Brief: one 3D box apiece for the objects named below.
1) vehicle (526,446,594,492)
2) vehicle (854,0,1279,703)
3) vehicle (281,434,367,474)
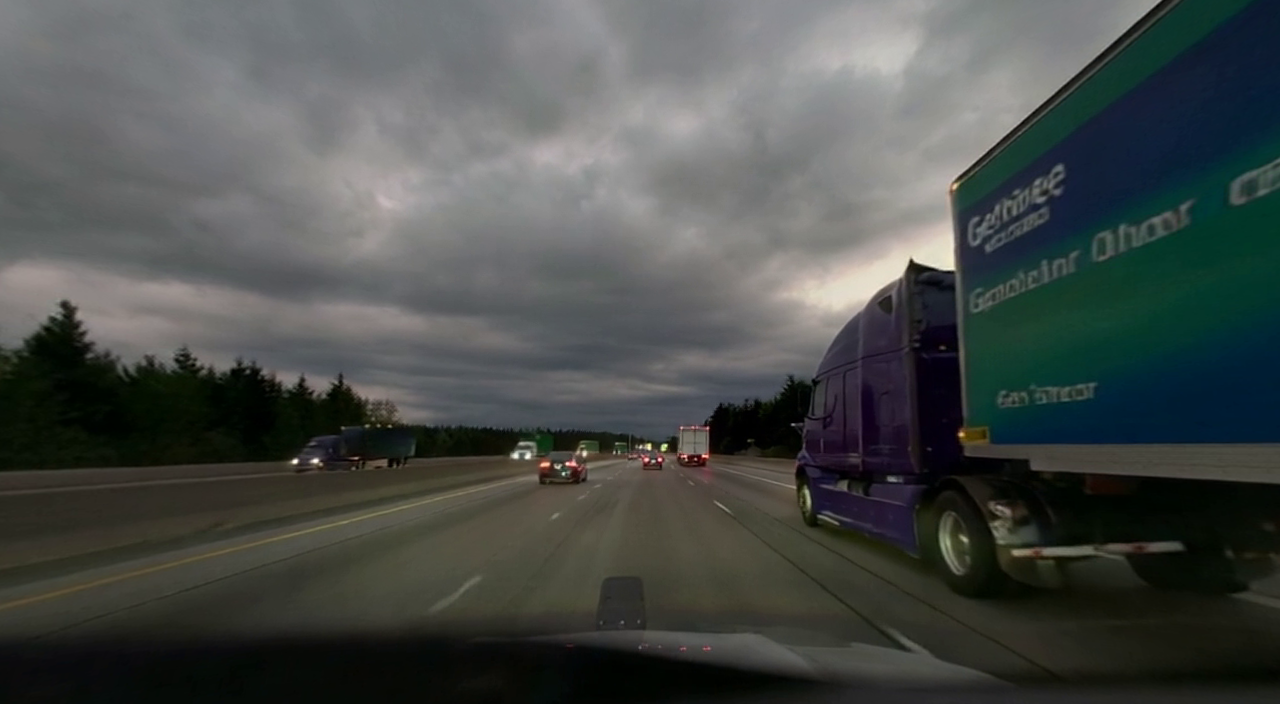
[{"bbox_3d":[-2.969,4.441,24.323,1.960,1.579,4.384,0,-9,1],"label":"vehicle"},{"bbox_3d":[4.549,-0.390,1.854,2.858,3.952,13.731,0,-9,-1],"label":"vehicle"},{"bbox_3d":[-22.288,7.261,44.816,2.614,2.602,6.122,0,-9,3],"label":"vehicle"}]
